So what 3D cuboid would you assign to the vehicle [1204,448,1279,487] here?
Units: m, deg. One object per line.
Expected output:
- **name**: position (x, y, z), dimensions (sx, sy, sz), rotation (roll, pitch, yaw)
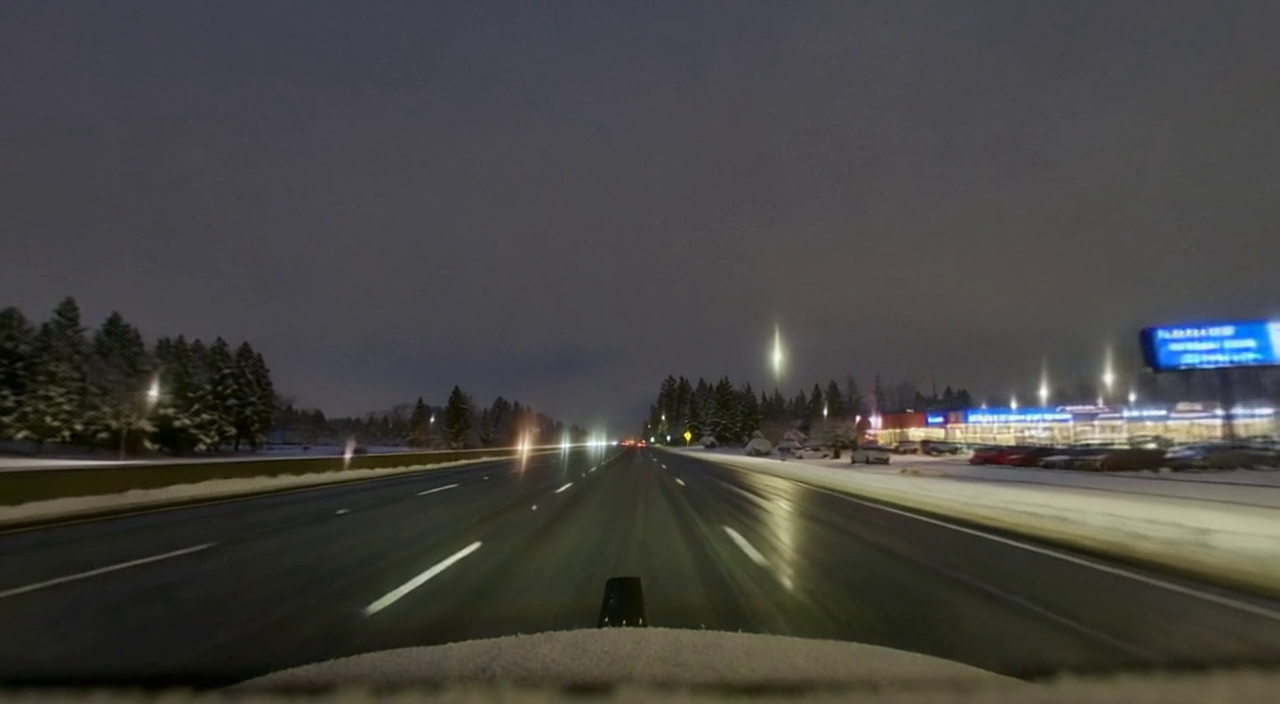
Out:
- **vehicle**: position (35.046, 6.349, 34.906), dimensions (5.369, 2.011, 2.213), rotation (0, -8, 0)
